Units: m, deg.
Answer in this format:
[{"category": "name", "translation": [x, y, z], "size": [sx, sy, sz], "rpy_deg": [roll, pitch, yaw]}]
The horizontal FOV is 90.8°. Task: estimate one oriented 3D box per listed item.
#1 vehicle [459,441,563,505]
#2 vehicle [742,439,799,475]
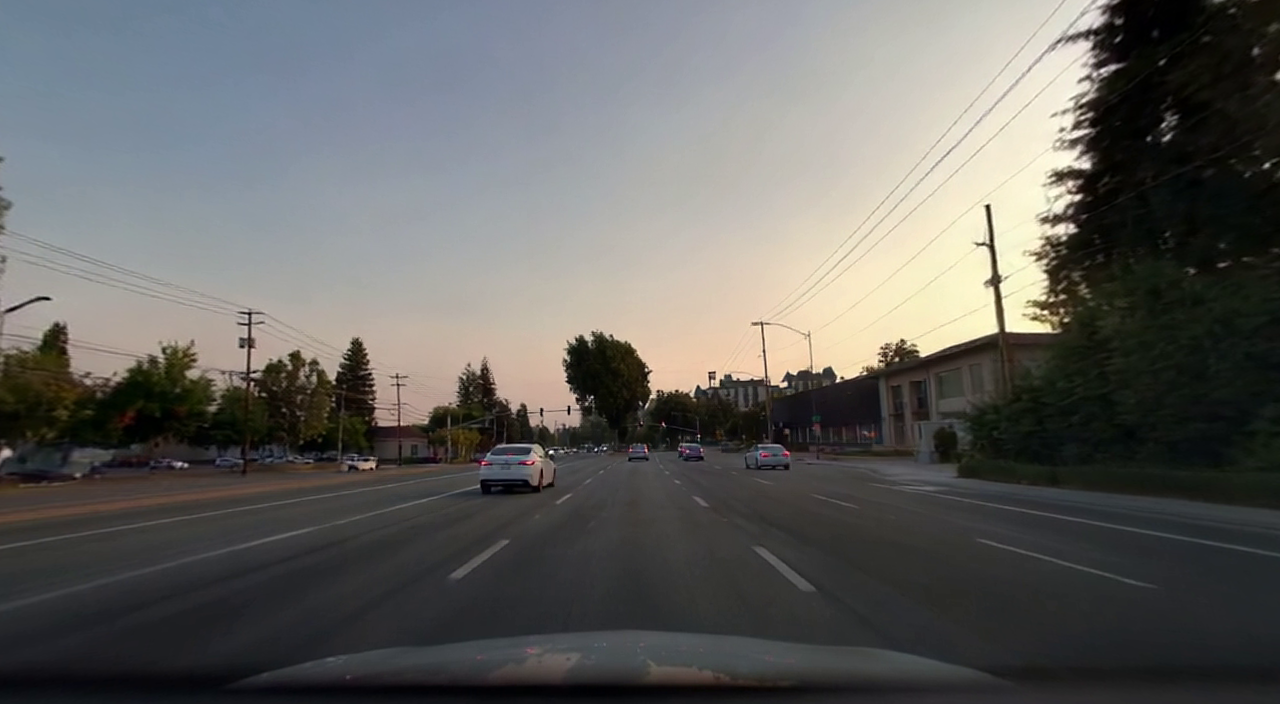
[{"category": "vehicle", "translation": [-3.278, 3.144, 16.944], "size": [1.837, 1.463, 4.311], "rpy_deg": [0, -8, 1]}, {"category": "vehicle", "translation": [6.598, 5.353, 32.403], "size": [1.945, 1.706, 4.190], "rpy_deg": [0, -8, -1]}]
